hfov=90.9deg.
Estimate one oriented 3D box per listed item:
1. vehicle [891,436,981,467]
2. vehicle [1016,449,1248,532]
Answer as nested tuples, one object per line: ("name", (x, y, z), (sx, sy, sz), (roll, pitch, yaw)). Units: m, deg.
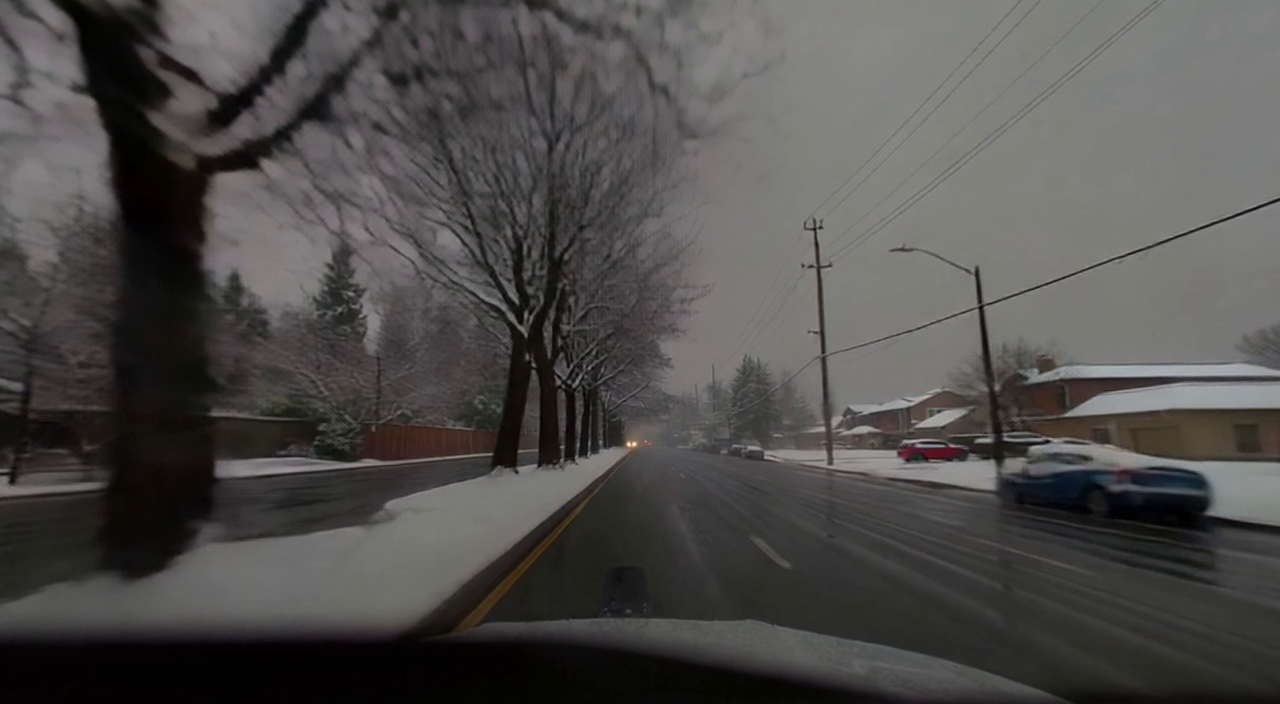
("vehicle", (19.151, 6.448, 40.899), (4.655, 1.921, 2.231), (0, -8, -1))
("vehicle", (11.478, 3.203, 15.296), (1.929, 1.489, 4.777), (4, -8, 2))
